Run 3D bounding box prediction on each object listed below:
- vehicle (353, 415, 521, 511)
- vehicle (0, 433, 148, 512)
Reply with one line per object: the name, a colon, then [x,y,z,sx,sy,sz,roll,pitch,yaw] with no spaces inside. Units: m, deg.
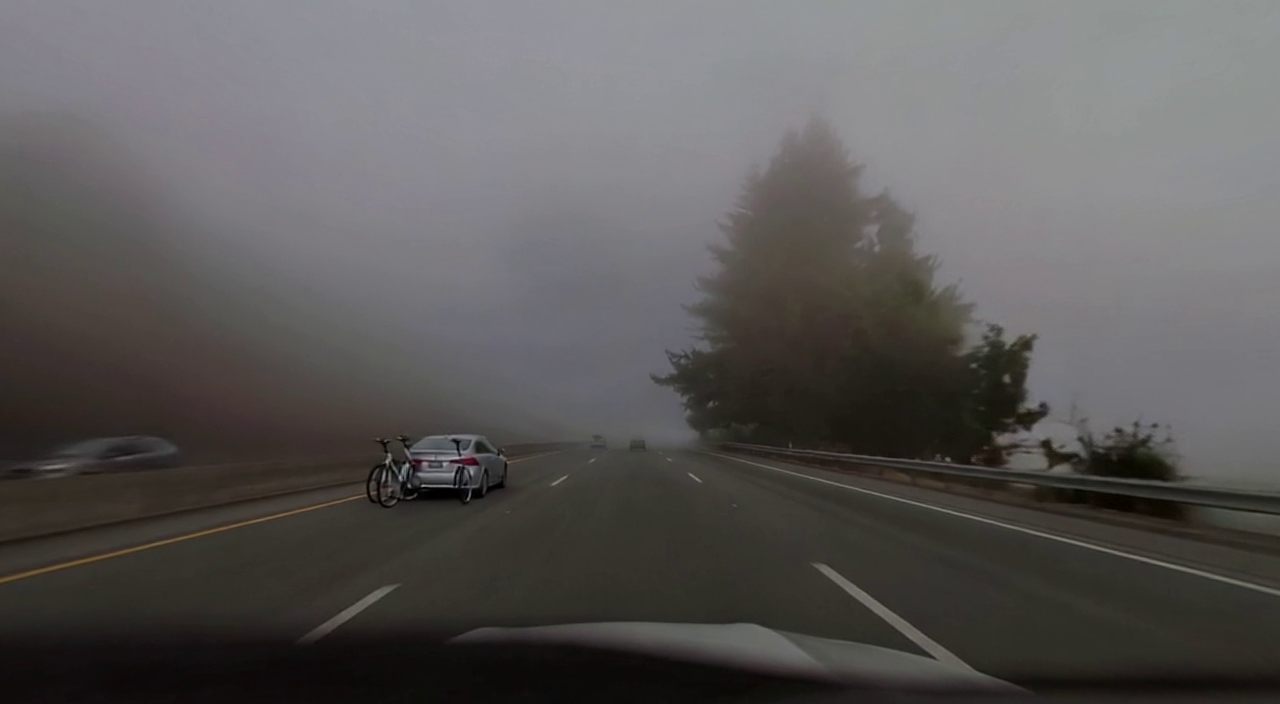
vehicle: [-3.948,2.221,13.188,2.064,1.647,4.381,0,-8,0]
vehicle: [-12.956,2.428,13.057,1.900,1.462,4.525,0,-8,-1]
